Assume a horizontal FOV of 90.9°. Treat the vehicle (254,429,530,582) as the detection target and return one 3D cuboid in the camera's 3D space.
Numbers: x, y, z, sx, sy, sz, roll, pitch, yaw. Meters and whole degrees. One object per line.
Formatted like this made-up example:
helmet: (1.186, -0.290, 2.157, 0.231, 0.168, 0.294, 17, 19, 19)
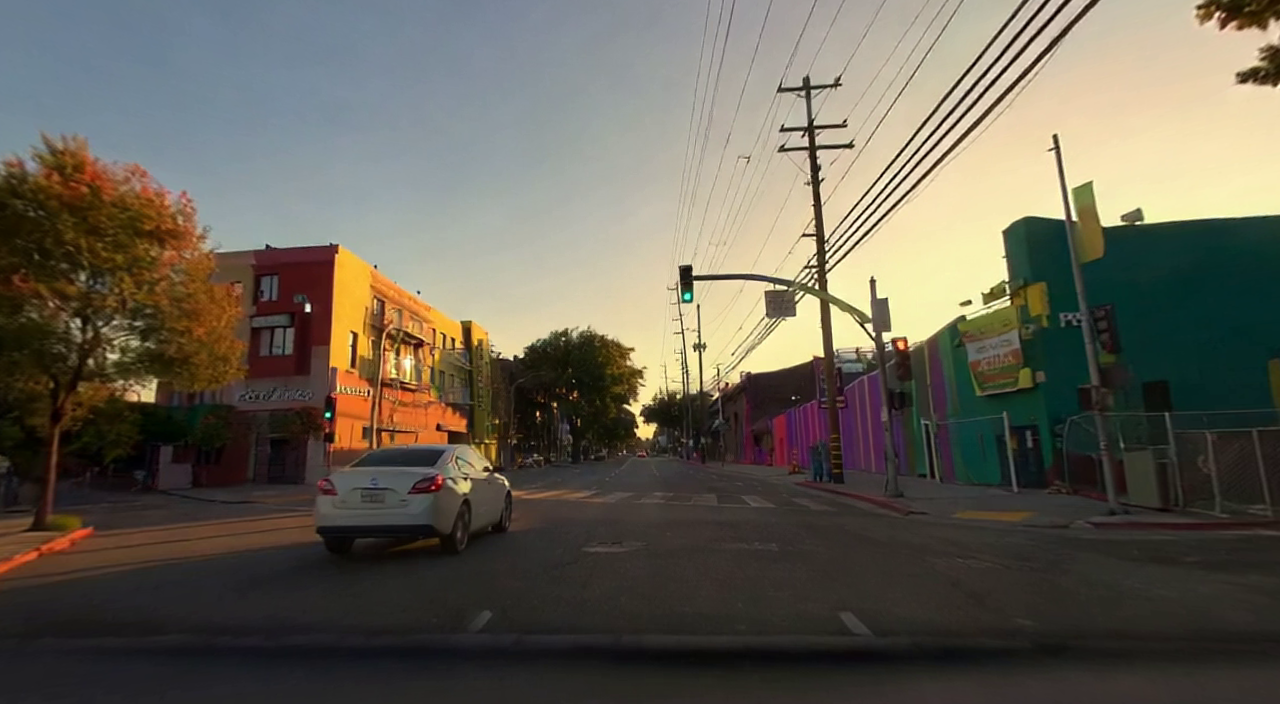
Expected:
vehicle: (-3.020, 1.959, 8.979, 2.036, 1.589, 4.549, 0, -8, 0)
